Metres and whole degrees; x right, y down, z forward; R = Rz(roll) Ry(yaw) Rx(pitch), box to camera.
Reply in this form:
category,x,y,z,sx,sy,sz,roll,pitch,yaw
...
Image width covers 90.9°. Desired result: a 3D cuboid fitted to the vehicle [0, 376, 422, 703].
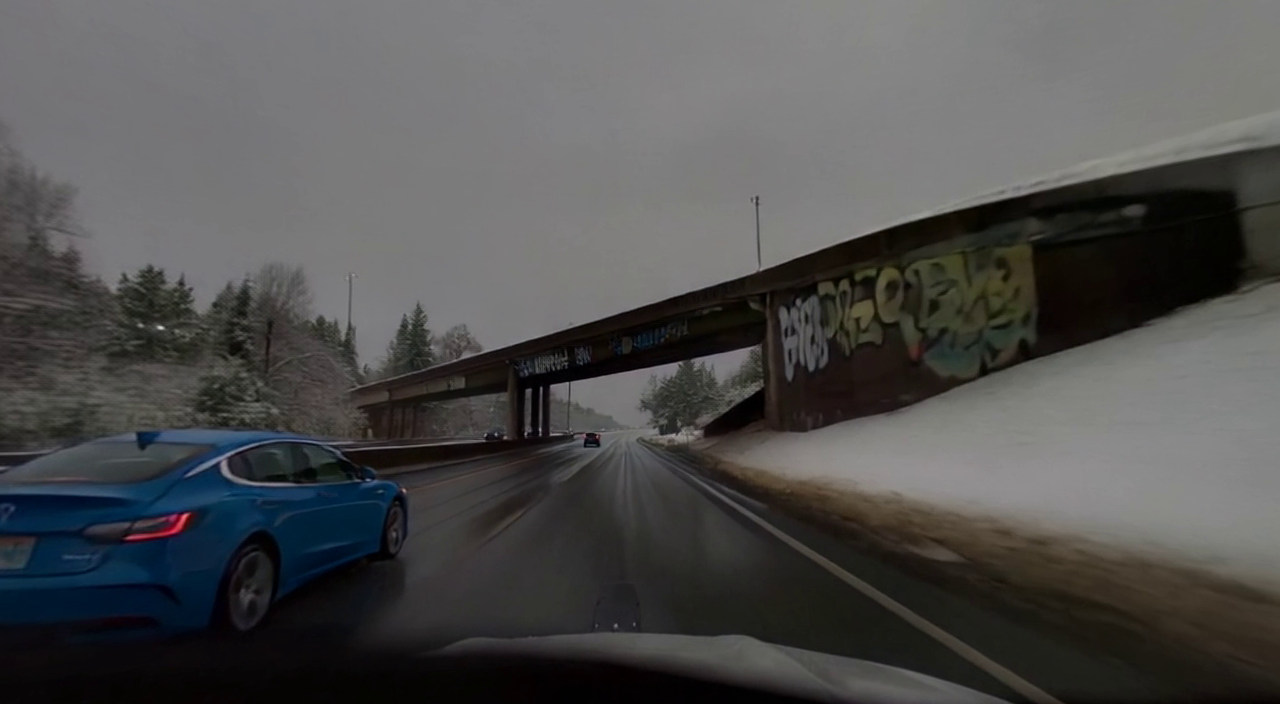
category,x,y,z,sx,sy,sz,roll,pitch,yaw
vehicle,-3.477,1.164,4.670,2.108,1.555,4.574,0,-8,-1
